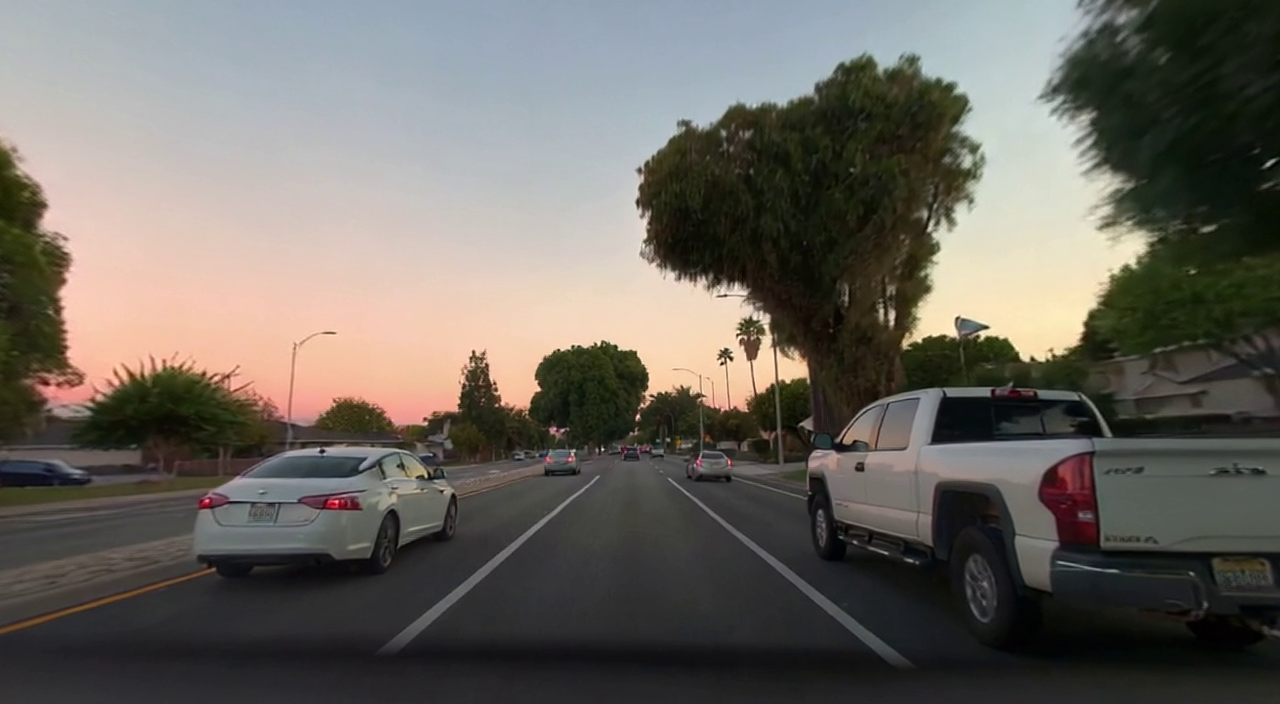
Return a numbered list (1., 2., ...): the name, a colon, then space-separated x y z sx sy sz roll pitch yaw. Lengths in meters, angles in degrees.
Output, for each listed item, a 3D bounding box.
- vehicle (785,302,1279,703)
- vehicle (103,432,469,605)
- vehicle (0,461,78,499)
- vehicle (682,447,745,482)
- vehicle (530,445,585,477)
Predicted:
1. vehicle: 3.296 1.191 5.759 2.478 2.030 5.723 0 -9 -1
2. vehicle: -3.743 1.815 7.842 2.094 1.509 4.286 0 -9 -1
3. vehicle: -34.577 7.225 35.518 5.036 1.823 2.374 -8 -11 22
4. vehicle: 3.225 5.068 28.820 2.149 1.421 4.805 0 -9 -2
5. vehicle: -4.156 5.596 32.700 2.263 1.548 4.555 0 -9 -1
